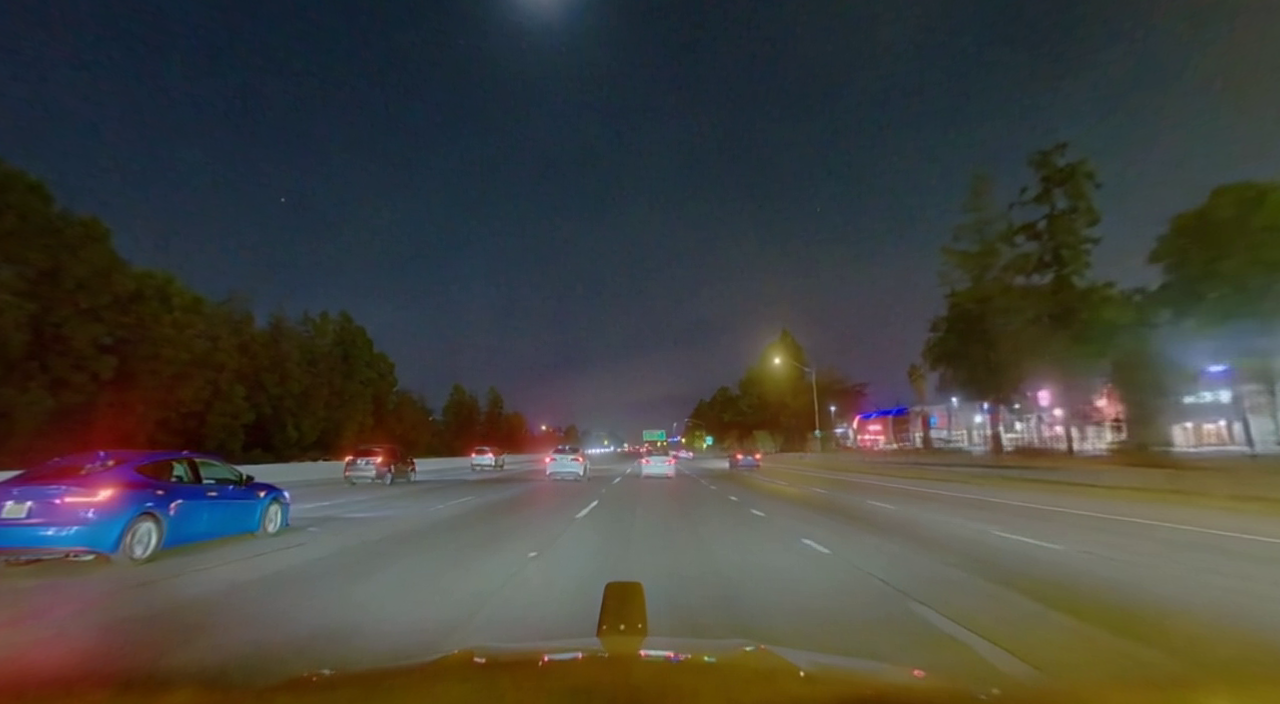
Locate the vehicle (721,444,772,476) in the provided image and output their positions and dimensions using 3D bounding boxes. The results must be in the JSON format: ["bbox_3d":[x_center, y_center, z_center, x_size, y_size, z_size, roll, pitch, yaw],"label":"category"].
[{"bbox_3d":[6.306,6.445,37.881,2.071,1.754,4.484,0,-8,-3],"label":"vehicle"}]

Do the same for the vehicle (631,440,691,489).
[{"bbox_3d":[0.767,4.266,24.343,2.114,1.715,4.136,0,-8,0],"label":"vehicle"}]

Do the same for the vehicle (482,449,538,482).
[{"bbox_3d":[-6.416,5.624,31.597,1.886,1.455,4.148,0,-8,1],"label":"vehicle"}]

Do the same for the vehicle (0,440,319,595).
[{"bbox_3d":[-6.636,1.948,8.475,2.116,1.473,4.644,0,-8,1],"label":"vehicle"}]

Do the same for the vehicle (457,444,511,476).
[{"bbox_3d":[-10.036,6.954,40.968,2.187,1.851,5.085,0,-8,1],"label":"vehicle"}]

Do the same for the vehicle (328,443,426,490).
[{"bbox_3d":[-10.366,4.504,25.225,1.947,1.683,4.331,0,-8,1],"label":"vehicle"}]

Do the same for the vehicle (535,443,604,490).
[{"bbox_3d":[-2.623,4.385,24.522,2.102,1.624,4.257,0,-8,1],"label":"vehicle"}]
